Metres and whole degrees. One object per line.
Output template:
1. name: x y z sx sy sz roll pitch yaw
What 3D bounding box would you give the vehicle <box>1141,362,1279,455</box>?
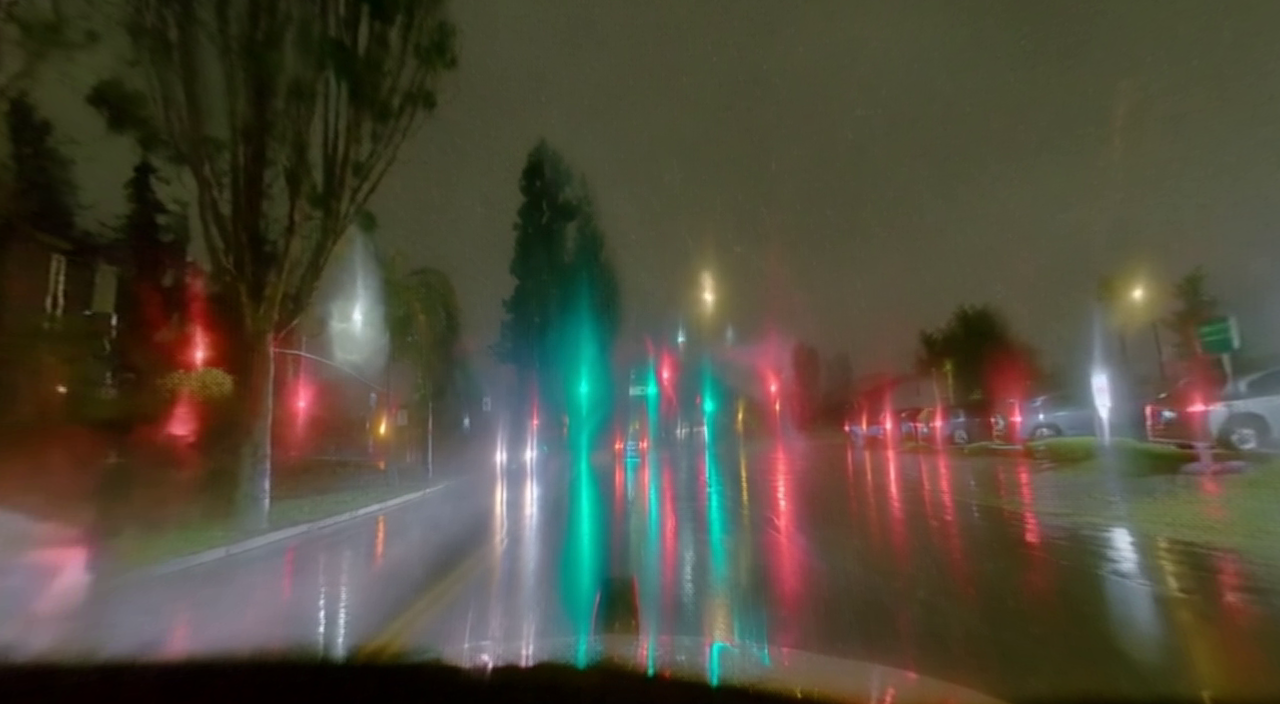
1. vehicle: 12.009 0.885 11.131 4.349 1.462 1.982 -5 -7 7

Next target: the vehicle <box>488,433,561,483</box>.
1. vehicle: -4.093 3.818 23.004 2.057 1.613 4.062 0 -8 -2

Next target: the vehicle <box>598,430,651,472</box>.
1. vehicle: -0.636 4.288 27.500 2.142 1.686 3.816 -1 -8 0

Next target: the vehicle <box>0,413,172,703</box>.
1. vehicle: -3.440 0.869 1.455 1.973 1.512 3.524 0 -8 0
